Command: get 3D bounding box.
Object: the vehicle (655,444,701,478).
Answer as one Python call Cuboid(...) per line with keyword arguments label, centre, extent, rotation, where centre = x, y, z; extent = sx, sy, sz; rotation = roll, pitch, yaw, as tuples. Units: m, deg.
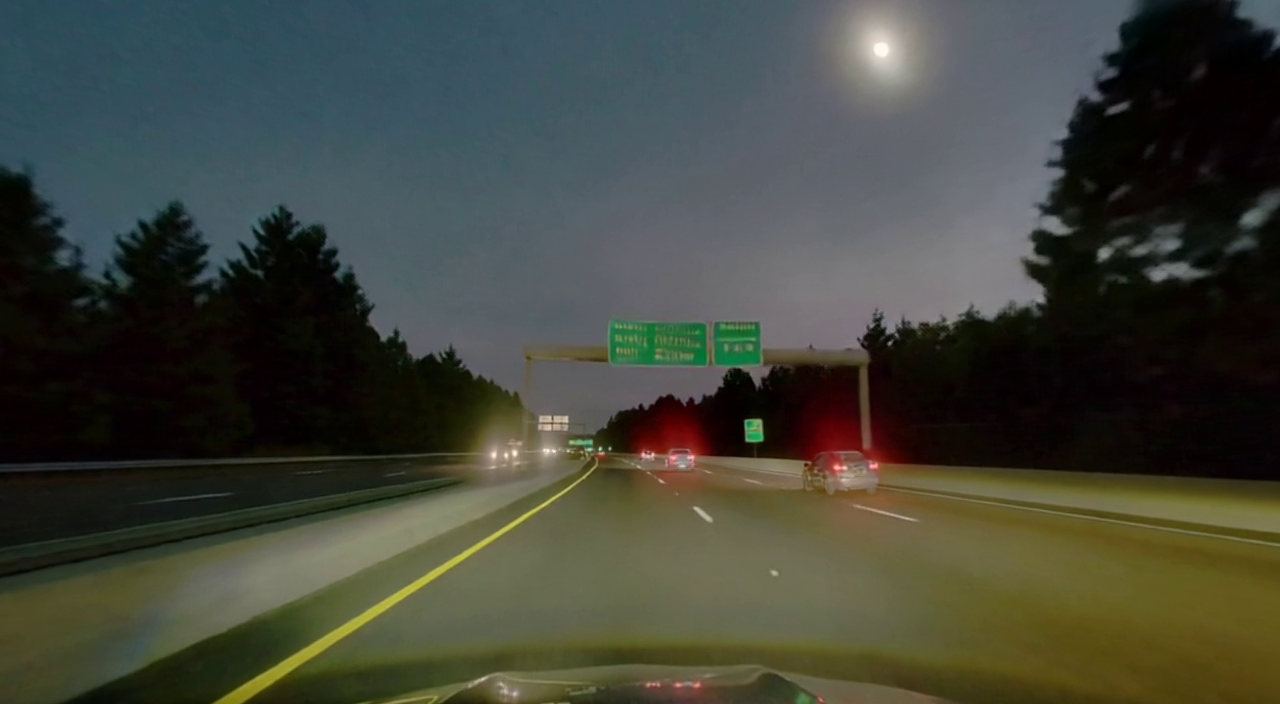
Cuboid(label="vehicle", centre=(1.846, 5.490, 31.876), extent=(2.011, 1.590, 3.607), rotation=(0, -9, -2))
